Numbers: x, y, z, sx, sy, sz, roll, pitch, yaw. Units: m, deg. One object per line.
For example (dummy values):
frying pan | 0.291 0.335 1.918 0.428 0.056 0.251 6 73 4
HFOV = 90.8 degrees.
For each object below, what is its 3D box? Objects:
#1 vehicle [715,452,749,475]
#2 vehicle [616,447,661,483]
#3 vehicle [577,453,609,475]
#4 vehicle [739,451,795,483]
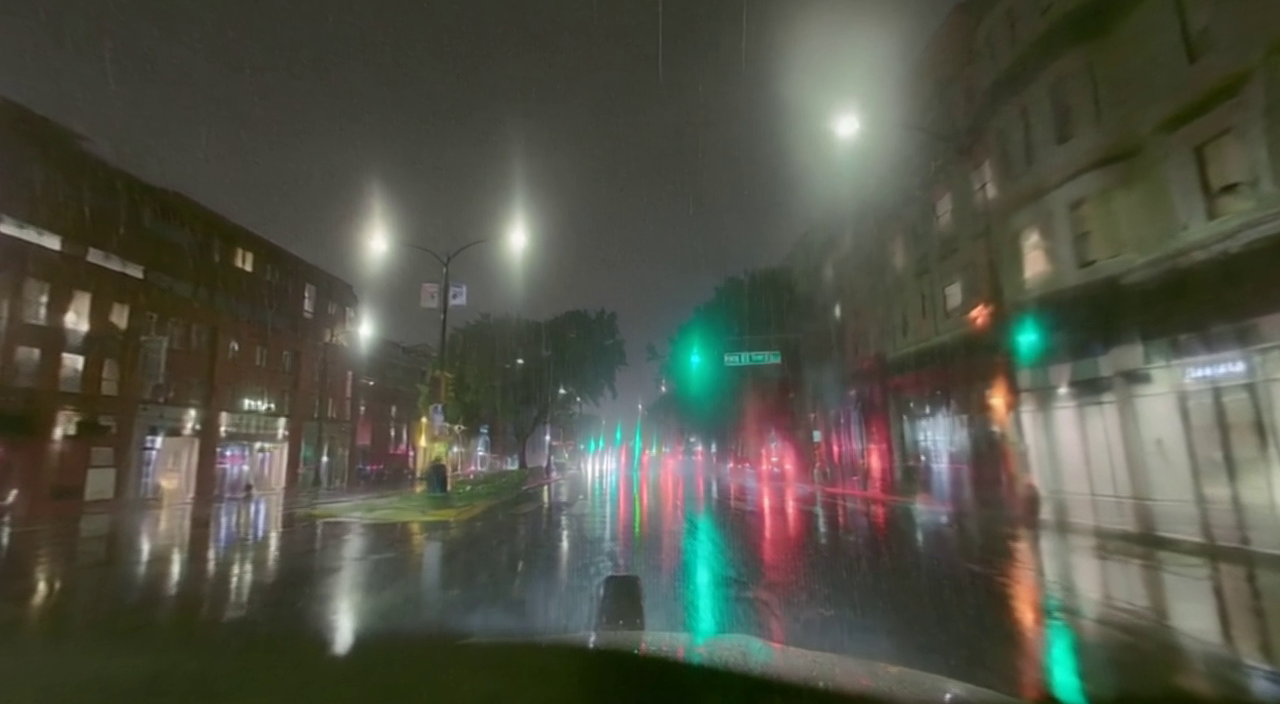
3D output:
vehicle | 6.837 8.298 47.335 1.785 1.586 3.896 0 -8 -2
vehicle | -0.116 5.913 33.410 2.223 1.775 4.250 0 -8 -2
vehicle | -3.412 8.275 46.701 2.014 1.470 4.552 0 -8 -1
vehicle | 6.756 6.143 34.016 2.069 1.590 4.066 0 -8 -1
